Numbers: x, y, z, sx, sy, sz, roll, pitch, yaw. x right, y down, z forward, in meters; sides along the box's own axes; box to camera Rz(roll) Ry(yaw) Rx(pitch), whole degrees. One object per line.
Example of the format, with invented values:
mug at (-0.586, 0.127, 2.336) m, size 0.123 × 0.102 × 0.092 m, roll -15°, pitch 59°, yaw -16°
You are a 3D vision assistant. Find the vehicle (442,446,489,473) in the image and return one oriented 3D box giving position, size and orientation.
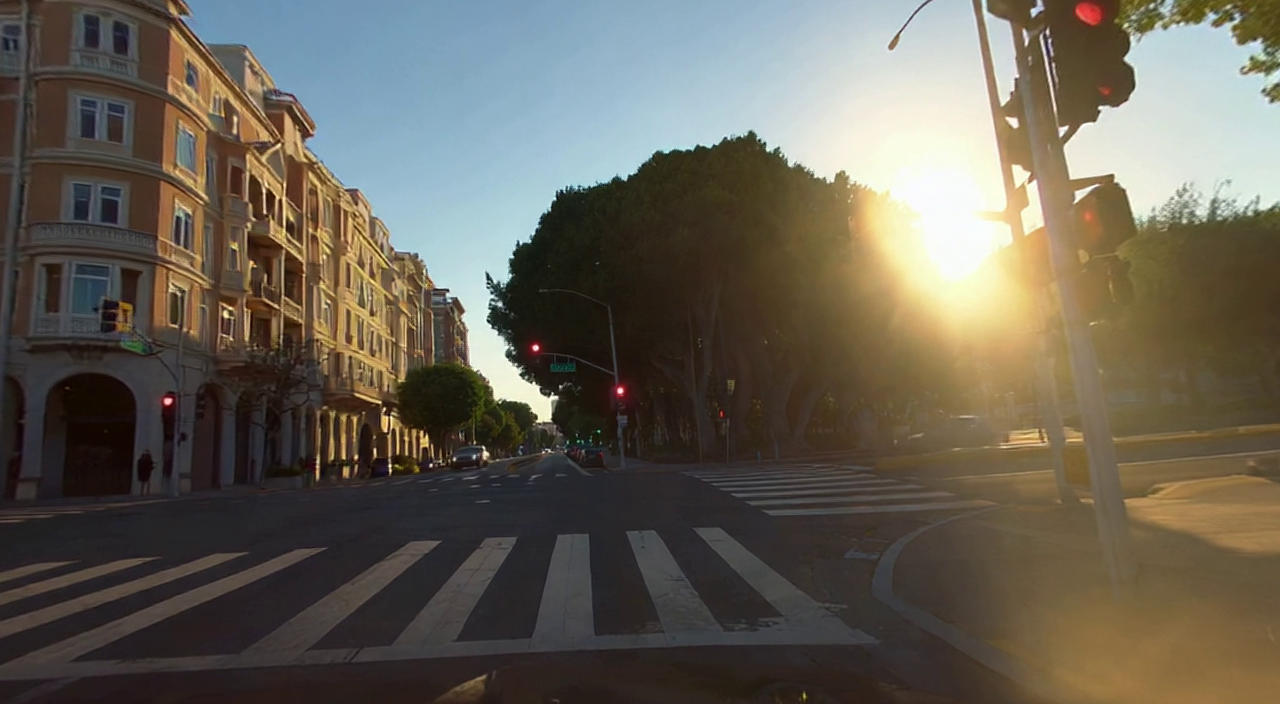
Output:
vehicle at (-10.454, 6.472, 38.162) m, size 2.196 × 1.503 × 4.371 m, roll 1°, pitch -9°, yaw -8°

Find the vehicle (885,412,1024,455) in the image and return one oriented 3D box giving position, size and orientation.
vehicle at (12.490, 3.279, 25.202) m, size 4.626 × 1.636 × 2.004 m, roll 2°, pitch -9°, yaw -11°
